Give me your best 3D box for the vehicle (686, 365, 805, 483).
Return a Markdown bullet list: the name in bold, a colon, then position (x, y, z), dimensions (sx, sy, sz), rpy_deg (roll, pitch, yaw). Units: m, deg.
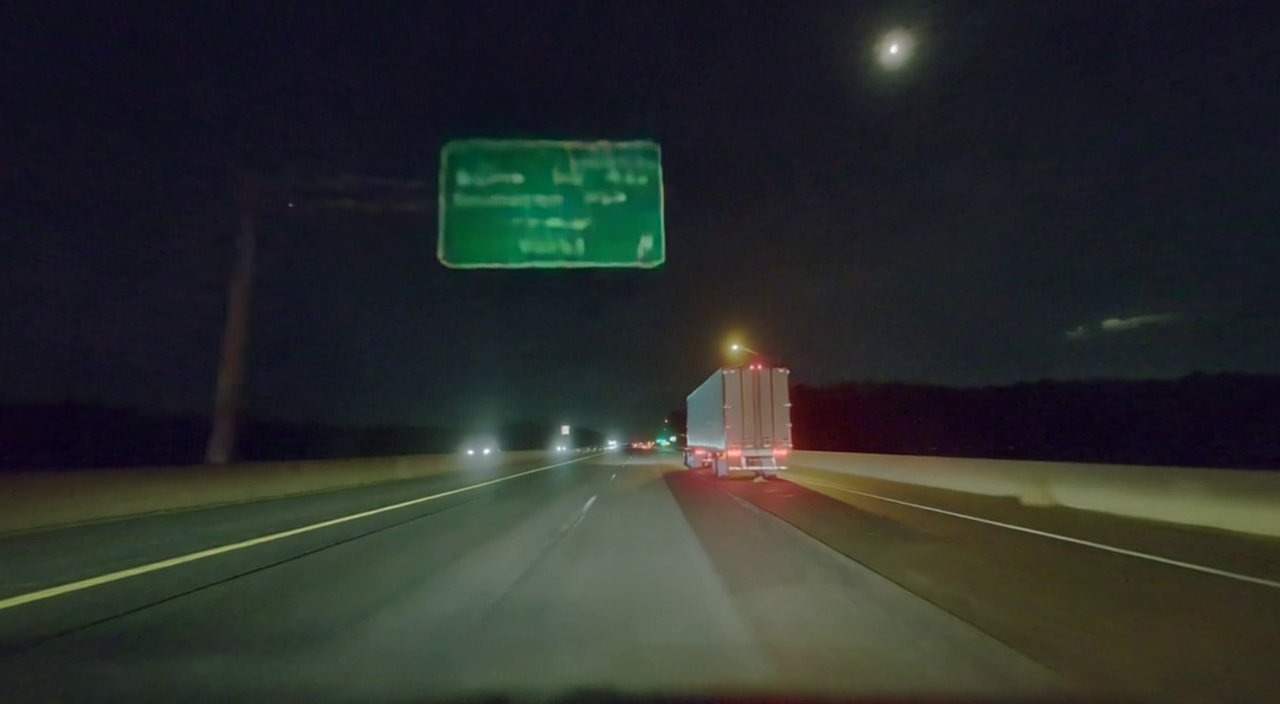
- **vehicle**: position (4.149, 3.527, 28.913), dimensions (2.933, 4.100, 14.317), rpy_deg (0, -8, 0)
